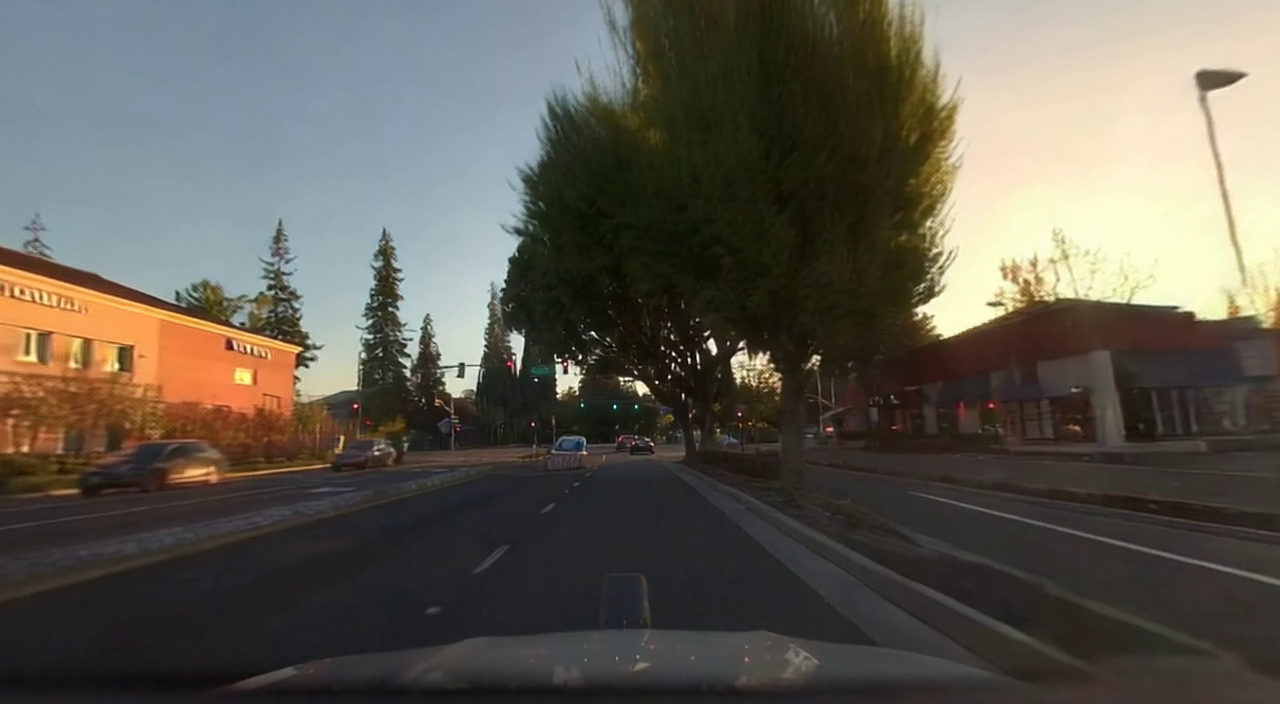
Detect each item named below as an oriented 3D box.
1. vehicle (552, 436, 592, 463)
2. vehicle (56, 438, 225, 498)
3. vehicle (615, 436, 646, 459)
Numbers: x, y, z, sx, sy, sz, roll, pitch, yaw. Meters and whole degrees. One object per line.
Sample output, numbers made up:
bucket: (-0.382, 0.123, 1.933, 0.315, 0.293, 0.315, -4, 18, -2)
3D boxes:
vehicle: (-4.077, 5.900, 38.307, 1.942, 1.497, 4.561, 0, -8, 0)
vehicle: (-15.851, 3.676, 20.397, 1.834, 1.694, 4.405, 0, -8, -1)
vehicle: (-0.669, 6.658, 43.967, 2.066, 1.482, 3.923, 0, -8, -1)
